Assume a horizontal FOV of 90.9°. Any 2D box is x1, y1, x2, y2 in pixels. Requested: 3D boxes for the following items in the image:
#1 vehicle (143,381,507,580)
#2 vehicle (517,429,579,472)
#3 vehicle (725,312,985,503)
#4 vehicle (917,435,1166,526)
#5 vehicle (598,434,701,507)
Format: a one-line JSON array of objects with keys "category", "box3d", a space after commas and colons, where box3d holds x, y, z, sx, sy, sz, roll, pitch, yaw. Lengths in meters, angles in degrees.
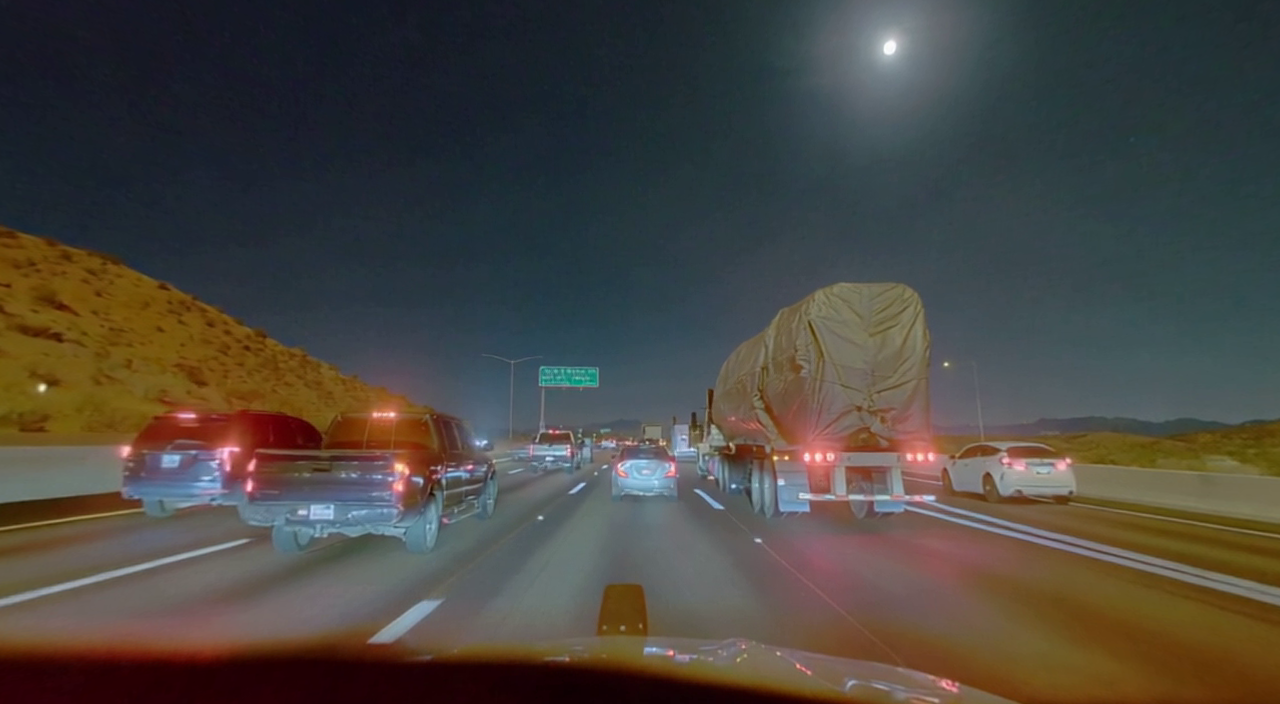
[{"category": "vehicle", "box3d": [-3.591, 1.615, 8.807, 2.318, 1.902, 5.374, 0, -8, 0]}, {"category": "vehicle", "box3d": [-4.204, 4.619, 29.720, 2.348, 1.821, 5.061, 0, -8, -2]}, {"category": "vehicle", "box3d": [3.388, 1.128, 11.607, 2.790, 2.718, 5.253, 0, -8, -1]}, {"category": "vehicle", "box3d": [7.610, 2.434, 12.611, 2.092, 1.495, 4.194, 0, -8, -2]}, {"category": "vehicle", "box3d": [0.127, 2.703, 14.850, 2.105, 1.471, 3.978, 0, -8, -2]}]
